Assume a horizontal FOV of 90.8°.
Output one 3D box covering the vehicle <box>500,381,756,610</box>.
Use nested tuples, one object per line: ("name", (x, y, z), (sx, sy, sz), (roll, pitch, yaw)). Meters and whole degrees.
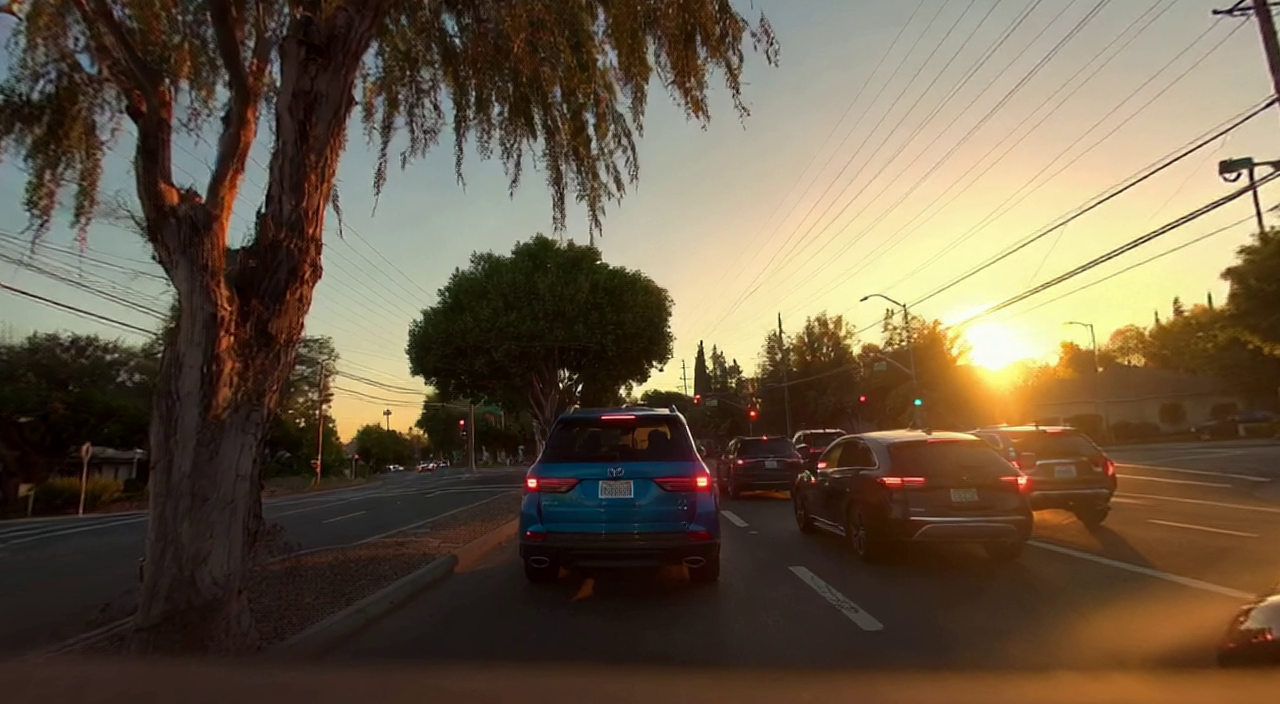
("vehicle", (-0.144, 1.570, 7.757), (2.231, 1.998, 4.254), (0, -9, -1))

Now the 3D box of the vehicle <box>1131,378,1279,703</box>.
("vehicle", (3.276, 0.625, 0.755), (1.889, 1.517, 4.308), (0, -9, 0))

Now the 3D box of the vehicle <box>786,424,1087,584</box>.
("vehicle", (3.494, 1.851, 8.589), (1.880, 1.579, 4.401), (0, -9, -1))

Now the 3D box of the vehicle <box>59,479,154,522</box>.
("vehicle", (-26.338, 7.335, 31.158), (4.526, 1.715, 1.989), (-11, -13, 29))
